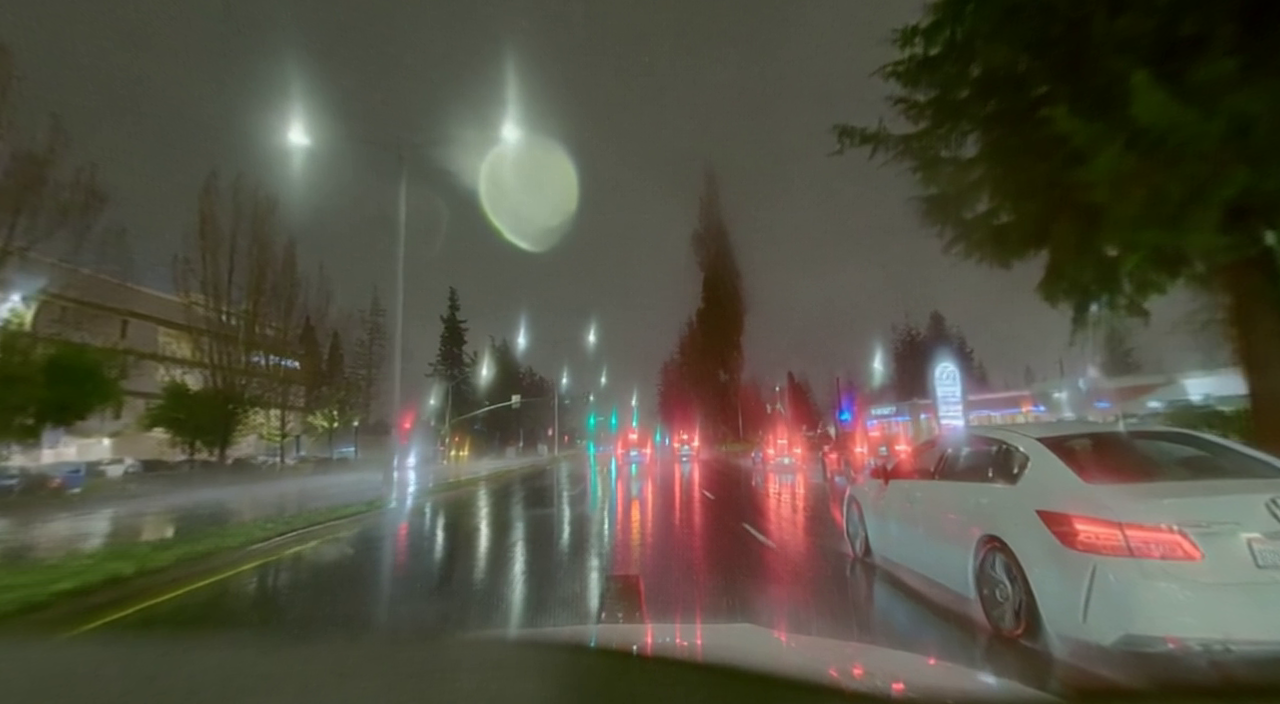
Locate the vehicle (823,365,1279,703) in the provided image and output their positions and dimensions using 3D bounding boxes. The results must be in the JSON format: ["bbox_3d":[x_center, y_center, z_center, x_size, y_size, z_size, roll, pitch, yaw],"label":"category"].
[{"bbox_3d":[3.271,1.212,5.137,2.153,1.658,4.485,0,-8,-1],"label":"vehicle"}]

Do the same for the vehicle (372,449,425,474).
[{"bbox_3d":[-17.245,7.823,45.278,1.984,1.492,4.677,-5,-8,-1],"label":"vehicle"}]

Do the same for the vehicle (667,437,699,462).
[{"bbox_3d":[3.131,7.159,46.524,2.000,1.745,4.206,0,-8,-1],"label":"vehicle"}]

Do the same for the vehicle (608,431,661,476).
[{"bbox_3d":[-0.234,4.398,27.512,2.106,1.798,4.168,0,-8,0],"label":"vehicle"}]

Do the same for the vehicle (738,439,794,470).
[{"bbox_3d":[6.347,5.208,32.301,1.883,1.452,4.258,0,-8,-1],"label":"vehicle"}]

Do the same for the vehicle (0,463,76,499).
[{"bbox_3d":[-30.325,6.314,30.692,4.058,1.535,1.826,-2,-8,-2],"label":"vehicle"}]
